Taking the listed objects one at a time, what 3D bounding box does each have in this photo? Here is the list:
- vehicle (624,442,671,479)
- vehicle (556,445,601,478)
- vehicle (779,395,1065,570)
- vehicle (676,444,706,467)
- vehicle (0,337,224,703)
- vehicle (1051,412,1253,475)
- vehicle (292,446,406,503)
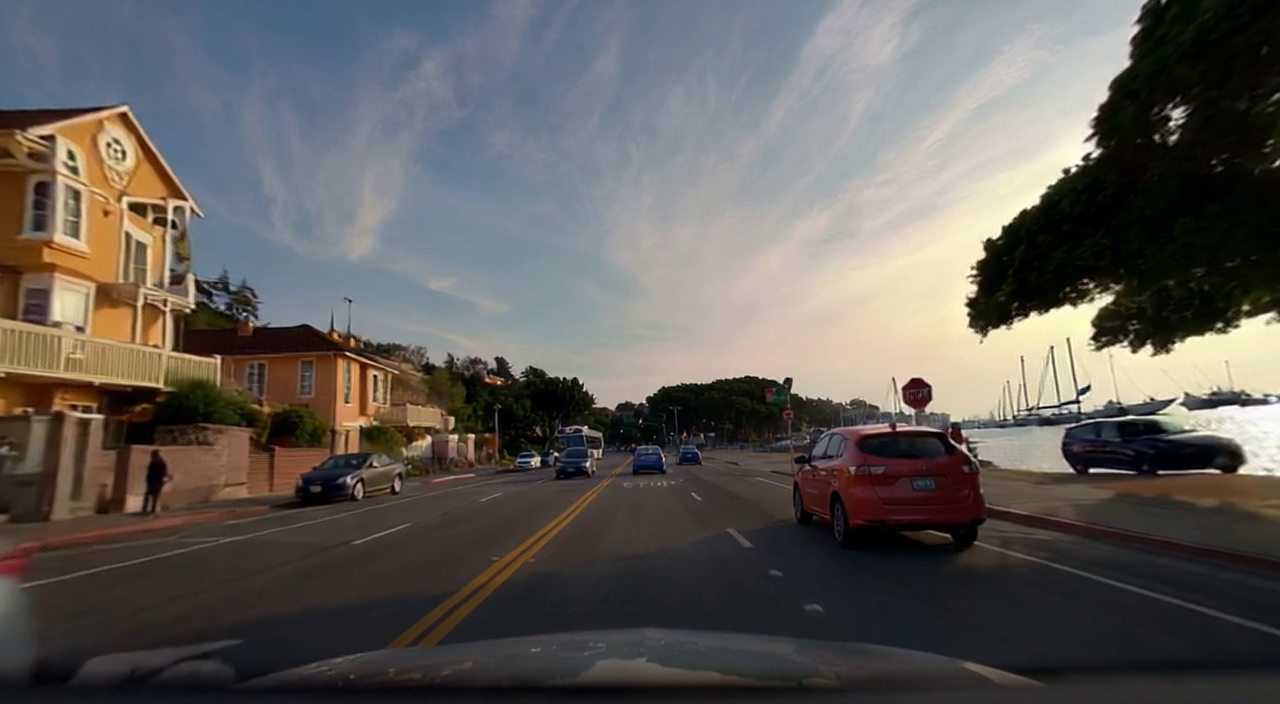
[{"bbox_3d":[0.330,5.184,30.516,2.132,1.632,3.838,-1,-8,0],"label":"vehicle"},{"bbox_3d":[-3.178,5.770,33.401,1.893,1.583,4.107,-1,-8,1],"label":"vehicle"},{"bbox_3d":[3.458,1.692,8.904,2.000,1.809,4.405,-1,-8,1],"label":"vehicle"},{"bbox_3d":[3.809,7.799,47.823,1.876,1.626,3.851,-1,-8,-1],"label":"vehicle"},{"bbox_3d":[-3.125,0.659,0.875,2.125,1.701,4.310,-1,-8,0],"label":"vehicle"},{"bbox_3d":[15.154,2.784,19.169,1.967,1.526,5.016,-4,-8,1],"label":"vehicle"},{"bbox_3d":[-10.748,4.512,23.780,2.107,1.868,4.690,-1,-8,-1],"label":"vehicle"}]
